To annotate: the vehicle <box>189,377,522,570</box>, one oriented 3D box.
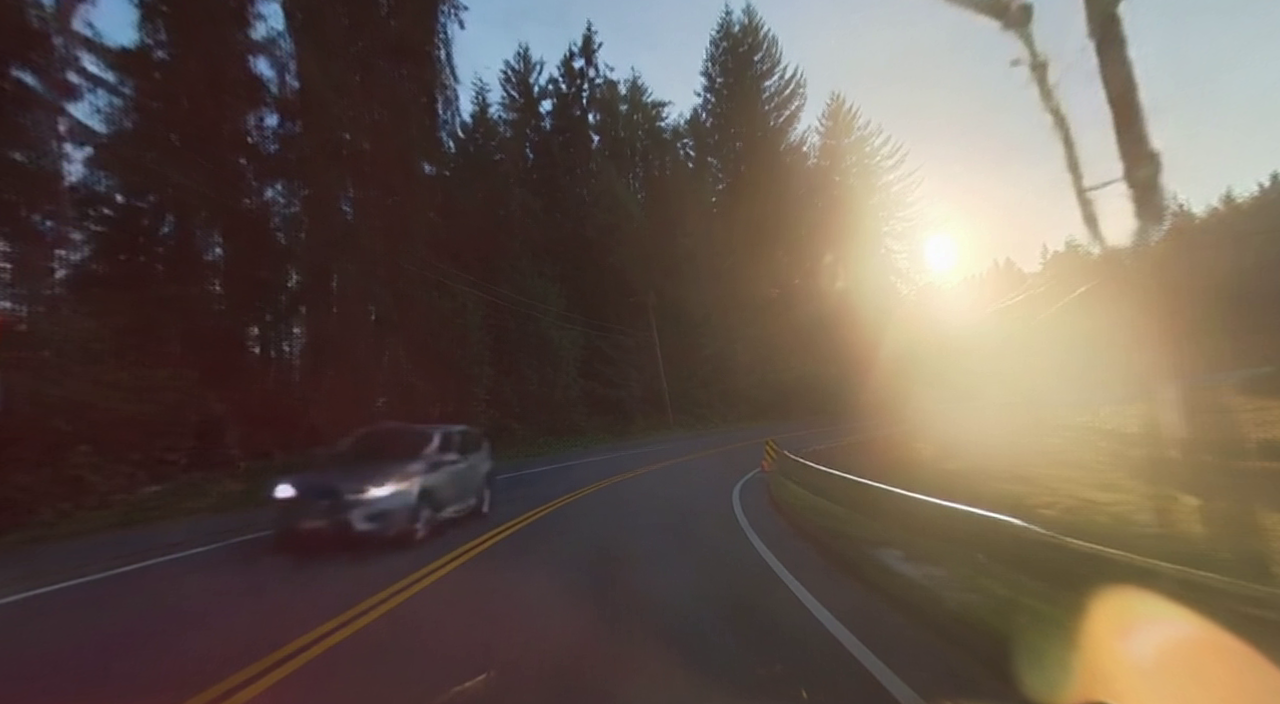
[{"bbox_3d":[-3.381,1.594,8.943,2.095,1.939,4.857,-1,-9,5],"label":"vehicle"}]
